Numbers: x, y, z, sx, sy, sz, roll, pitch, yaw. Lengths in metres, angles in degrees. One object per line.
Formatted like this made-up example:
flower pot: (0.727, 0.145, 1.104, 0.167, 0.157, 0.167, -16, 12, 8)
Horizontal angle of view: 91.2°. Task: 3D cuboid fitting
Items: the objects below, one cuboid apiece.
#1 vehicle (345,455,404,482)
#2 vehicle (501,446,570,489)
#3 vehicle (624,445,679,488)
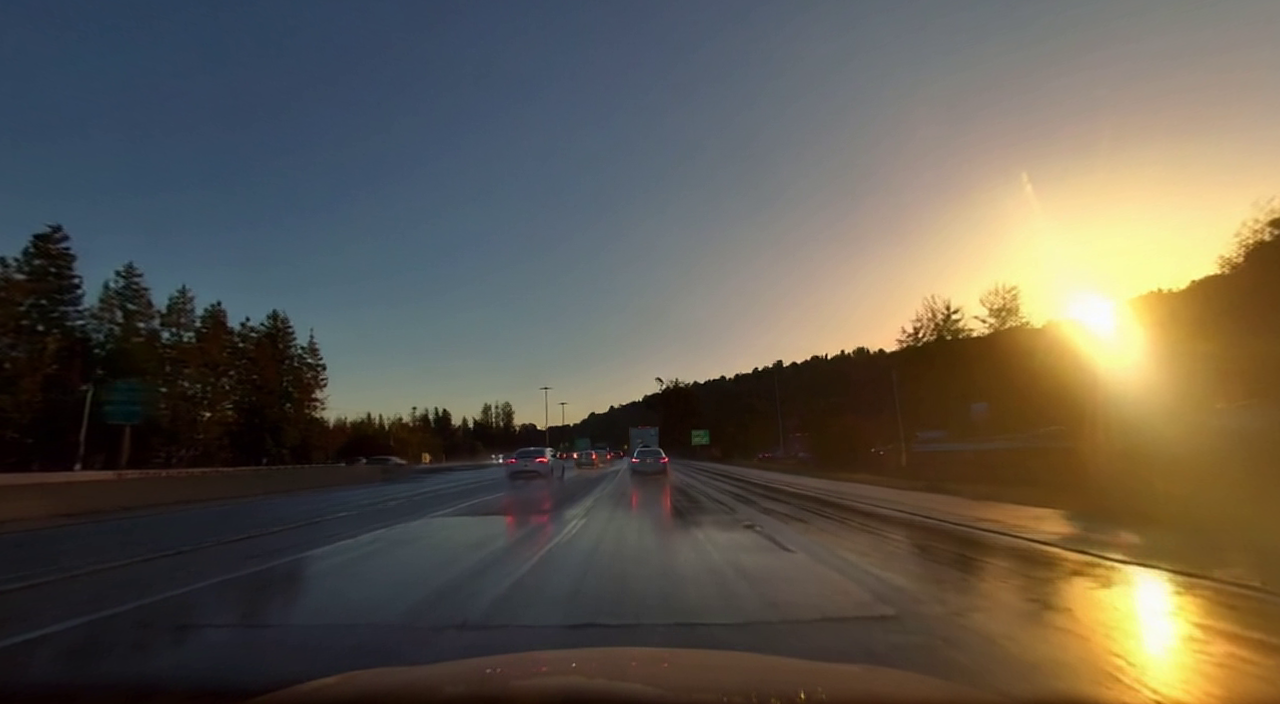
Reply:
vehicle: (-16.852, 7.378, 39.954, 1.874, 1.538, 4.116, -1, -9, 1)
vehicle: (-4.020, 4.522, 24.847, 1.940, 1.502, 4.463, -1, -9, 1)
vehicle: (0.398, 4.546, 25.161, 2.015, 1.526, 4.286, 0, -9, -1)
